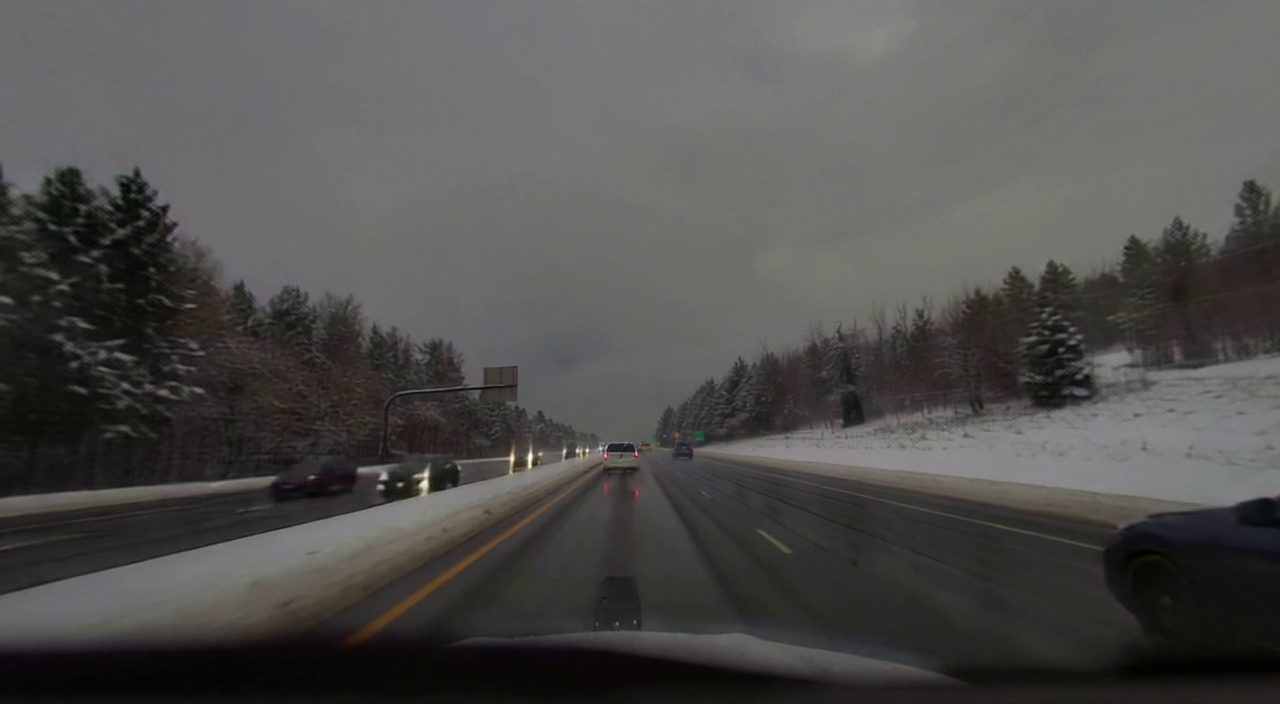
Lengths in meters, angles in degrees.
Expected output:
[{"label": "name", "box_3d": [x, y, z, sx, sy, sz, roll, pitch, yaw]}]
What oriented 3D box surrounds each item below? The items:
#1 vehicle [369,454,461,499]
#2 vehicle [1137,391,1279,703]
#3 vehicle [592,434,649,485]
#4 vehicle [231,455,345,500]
[{"label": "vehicle", "box_3d": [-8.579, 4.767, 24.374, 1.950, 1.479, 4.517, 0, -9, 0]}, {"label": "vehicle", "box_3d": [3.939, 0.720, 1.507, 1.843, 1.505, 4.339, 0, -9, -1]}, {"label": "vehicle", "box_3d": [-0.664, 3.965, 23.340, 1.937, 1.699, 3.936, 0, -9, 0]}, {"label": "vehicle", "box_3d": [-13.716, 4.867, 24.778, 1.940, 1.529, 4.496, 0, -9, 0]}]
